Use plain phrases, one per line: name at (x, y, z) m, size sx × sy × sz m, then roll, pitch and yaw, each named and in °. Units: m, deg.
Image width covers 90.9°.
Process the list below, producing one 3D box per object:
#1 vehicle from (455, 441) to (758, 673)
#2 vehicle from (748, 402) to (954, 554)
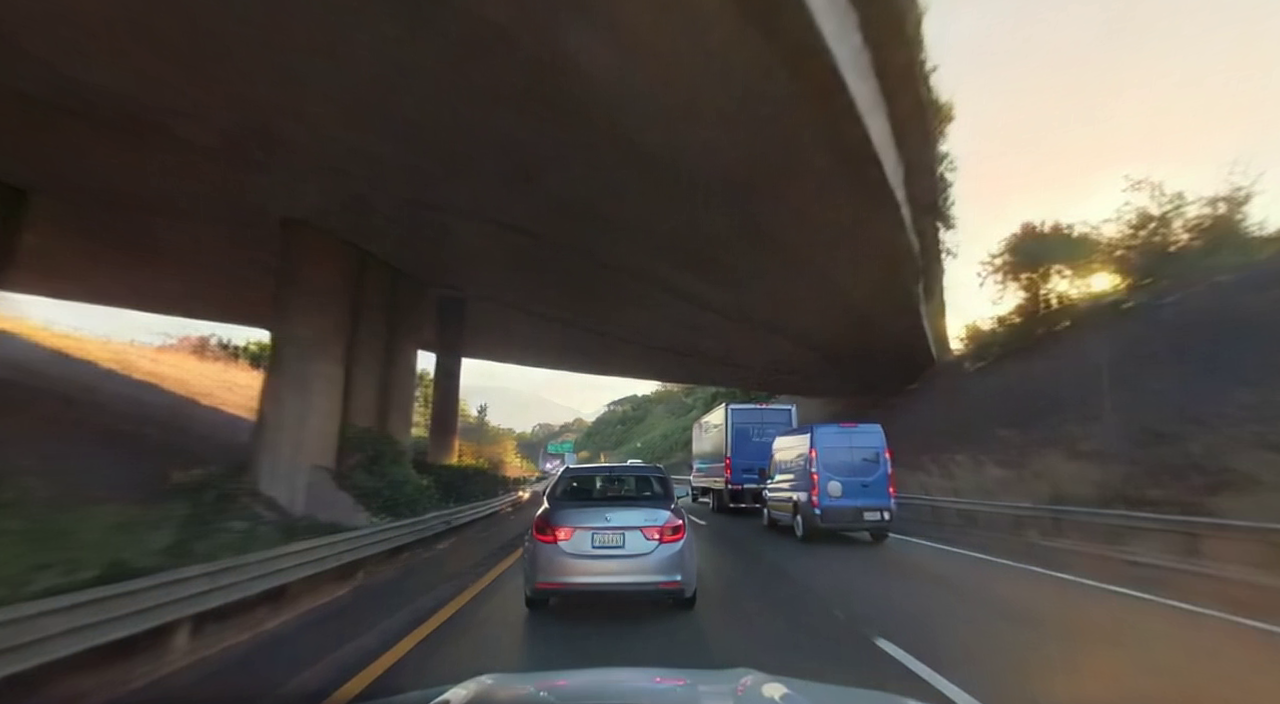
vehicle at (-0.253, 1.679, 5.934) m, size 1.980 × 1.493 × 3.410 m, roll 1°, pitch -11°, yaw -1°
vehicle at (4.030, 2.624, 13.394) m, size 2.328 × 2.537 × 5.290 m, roll 1°, pitch -11°, yaw -2°
